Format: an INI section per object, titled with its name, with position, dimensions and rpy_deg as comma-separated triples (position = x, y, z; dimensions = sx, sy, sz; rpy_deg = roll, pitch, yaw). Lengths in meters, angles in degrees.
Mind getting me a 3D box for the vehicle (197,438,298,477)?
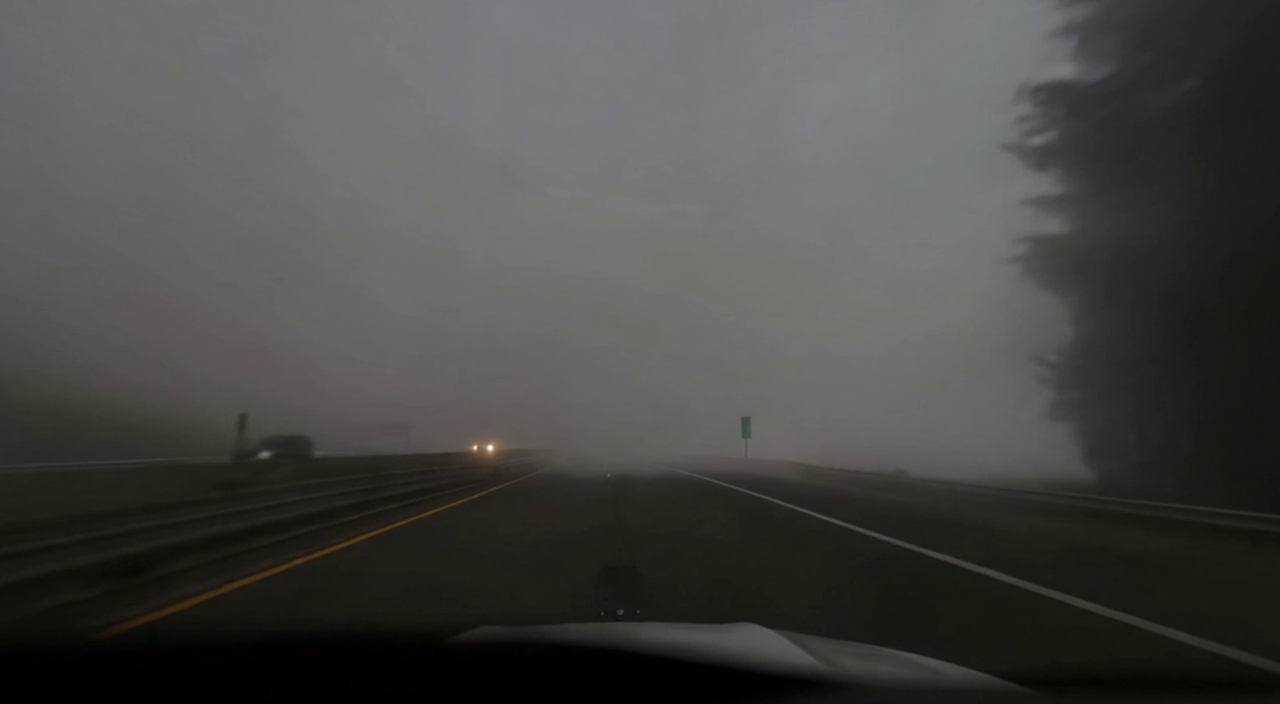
[vehicle]
position = -16.125, 4.361, 26.030
dimensions = 1.747, 1.453, 4.027
rpy_deg = 0, -9, -3
